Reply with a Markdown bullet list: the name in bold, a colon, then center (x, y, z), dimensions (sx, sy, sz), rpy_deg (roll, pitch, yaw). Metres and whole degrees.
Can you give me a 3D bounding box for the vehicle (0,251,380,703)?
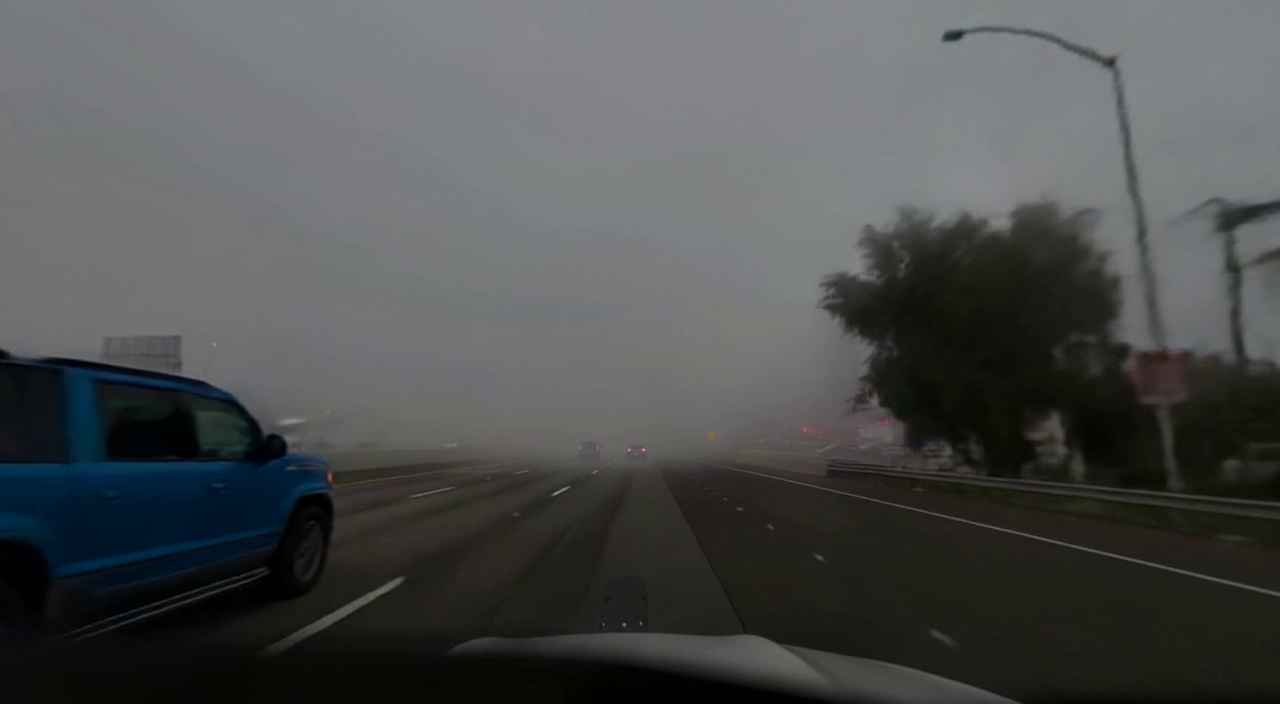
- **vehicle**: center (-3.977, 0.800, 3.652), dimensions (2.352, 2.209, 5.802), rpy_deg (0, -8, 1)
